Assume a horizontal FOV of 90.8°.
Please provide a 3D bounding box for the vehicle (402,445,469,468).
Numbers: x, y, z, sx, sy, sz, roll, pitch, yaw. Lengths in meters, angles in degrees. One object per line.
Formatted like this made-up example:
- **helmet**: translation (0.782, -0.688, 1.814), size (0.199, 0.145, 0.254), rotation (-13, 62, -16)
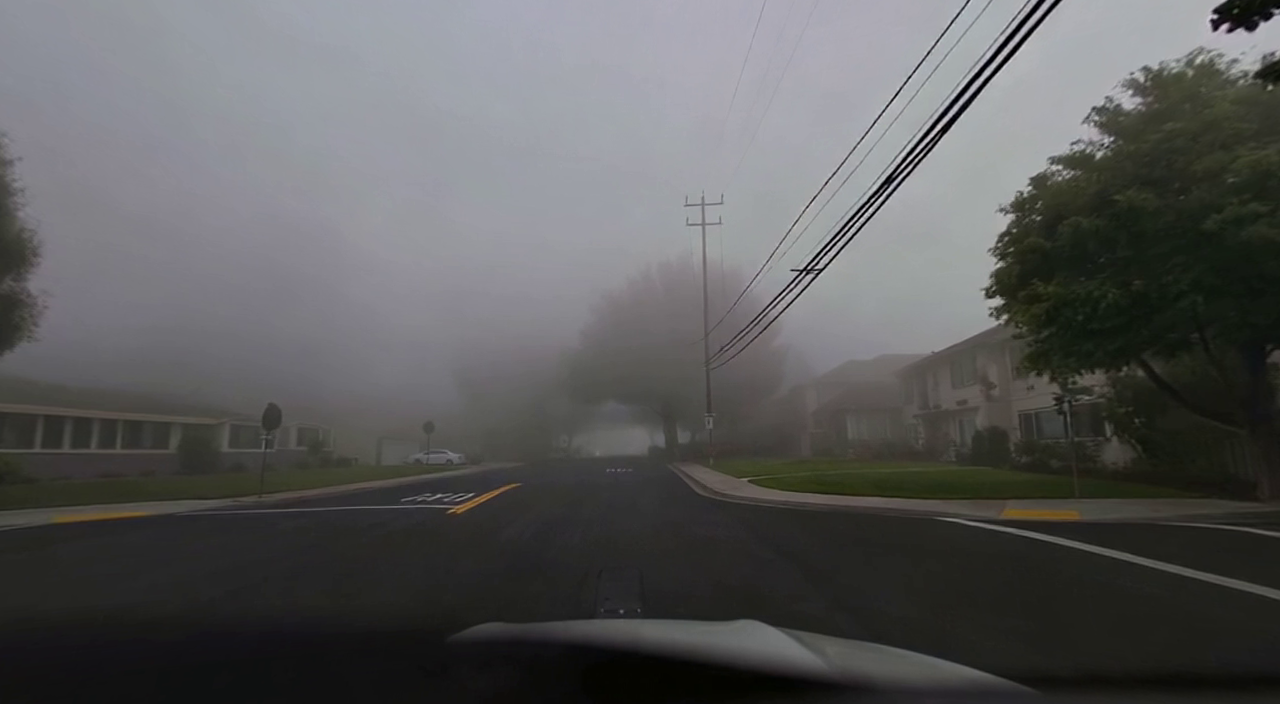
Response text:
- **vehicle**: translation (-15.930, 8.116, 49.235), size (4.500, 1.714, 1.924), rotation (-1, -9, 6)
